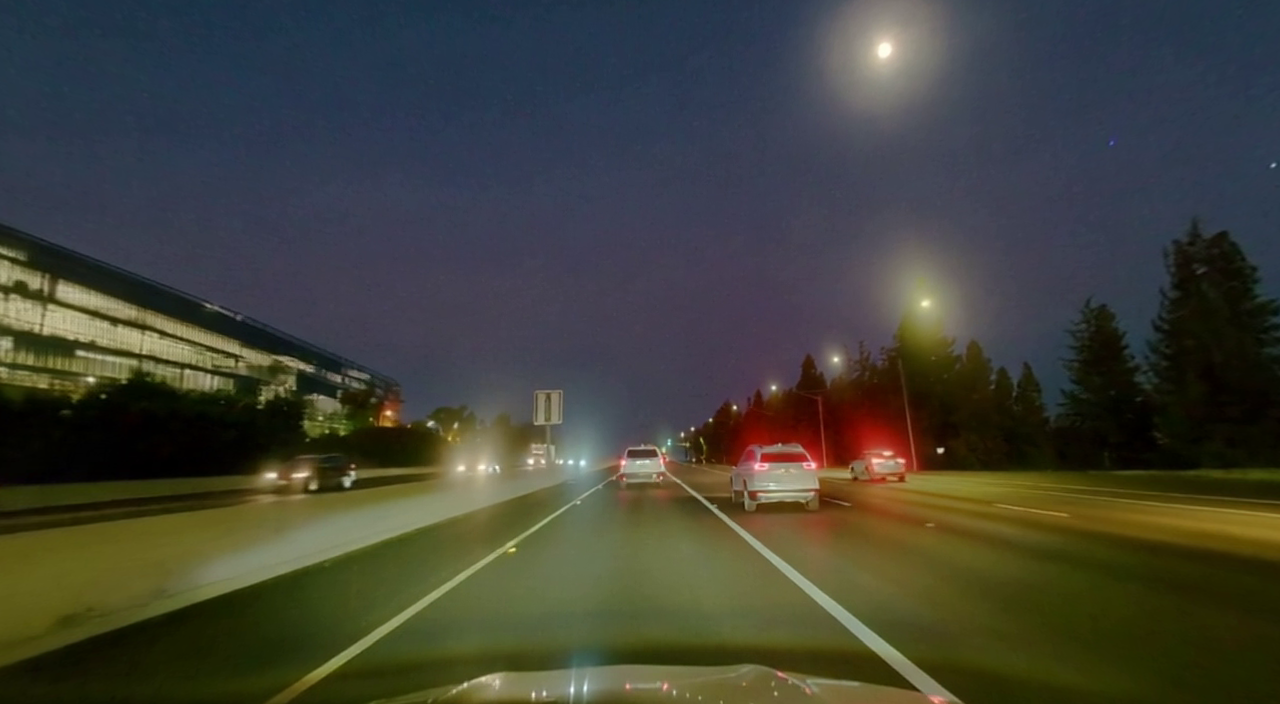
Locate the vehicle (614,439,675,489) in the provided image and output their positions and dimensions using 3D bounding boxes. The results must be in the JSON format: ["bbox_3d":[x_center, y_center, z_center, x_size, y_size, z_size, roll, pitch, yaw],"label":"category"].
[{"bbox_3d":[0.185,4.537,26.005,2.290,1.862,4.454,0,-8,1],"label":"vehicle"}]

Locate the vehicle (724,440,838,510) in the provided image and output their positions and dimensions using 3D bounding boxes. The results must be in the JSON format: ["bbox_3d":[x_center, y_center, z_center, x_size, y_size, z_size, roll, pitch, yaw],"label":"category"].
[{"bbox_3d":[3.554,3.176,16.762,2.042,1.592,4.047,0,-8,-1],"label":"vehicle"}]

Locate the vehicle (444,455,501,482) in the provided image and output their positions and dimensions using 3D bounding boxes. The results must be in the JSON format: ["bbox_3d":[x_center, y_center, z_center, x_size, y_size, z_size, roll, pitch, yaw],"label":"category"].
[{"bbox_3d":[-10.237,7.161,38.970,2.146,1.479,4.671,0,-8,1],"label":"vehicle"}]

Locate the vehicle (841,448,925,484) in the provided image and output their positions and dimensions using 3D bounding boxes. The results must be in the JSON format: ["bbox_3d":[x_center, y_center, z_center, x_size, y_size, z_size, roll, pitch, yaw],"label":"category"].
[{"bbox_3d":[11.165,5.234,29.427,1.985,1.503,4.842,0,-8,0],"label":"vehicle"}]

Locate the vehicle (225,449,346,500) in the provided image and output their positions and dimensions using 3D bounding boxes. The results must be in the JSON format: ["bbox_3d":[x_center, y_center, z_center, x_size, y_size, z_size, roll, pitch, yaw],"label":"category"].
[{"bbox_3d":[-14.544,5.006,26.327,2.018,1.887,5.108,0,-8,1],"label":"vehicle"}]
